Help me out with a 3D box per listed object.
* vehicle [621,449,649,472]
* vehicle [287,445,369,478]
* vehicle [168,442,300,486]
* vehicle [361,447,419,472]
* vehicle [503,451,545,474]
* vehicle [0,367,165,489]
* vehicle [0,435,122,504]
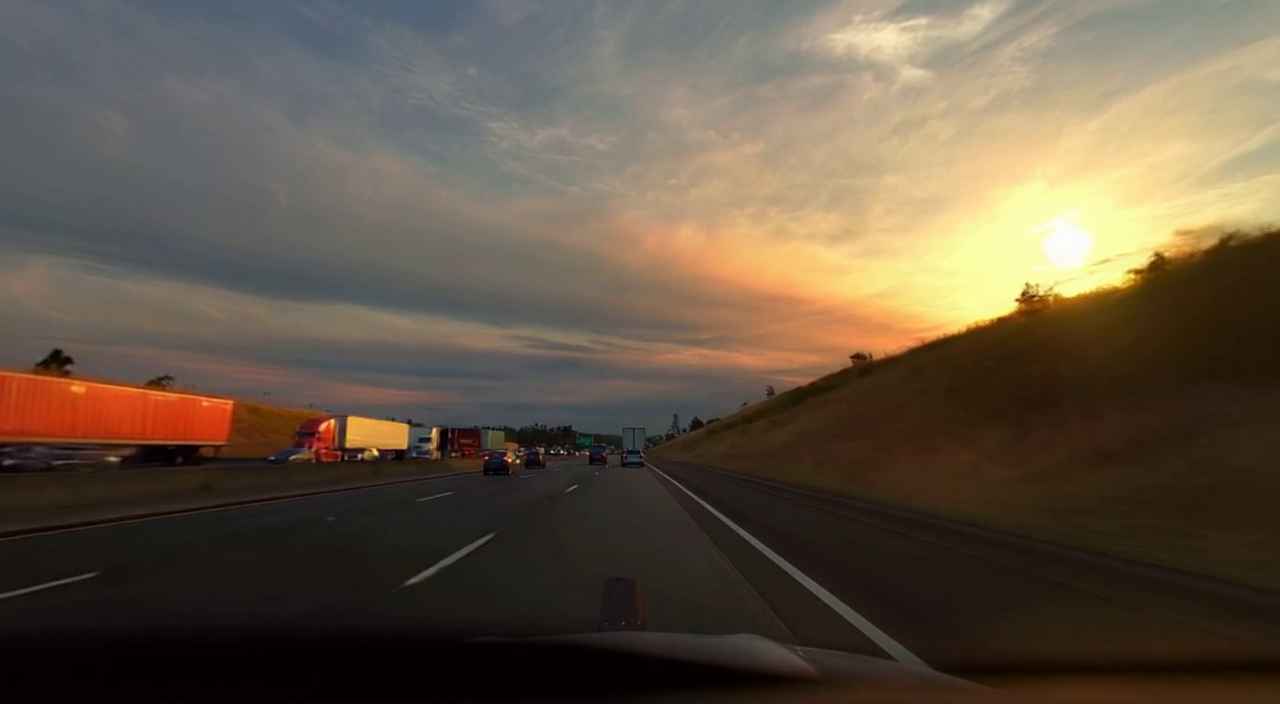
[{"bbox_3d":[-0.400,8.222,48.072,2.009,1.657,3.962,0,-9,-1],"label":"vehicle"},{"bbox_3d":[-14.856,5.230,30.264,1.851,1.438,4.071,0,-9,-1],"label":"vehicle"},{"bbox_3d":[-15.012,4.160,23.673,1.918,1.466,4.632,0,-9,-1],"label":"vehicle"},{"bbox_3d":[-15.027,6.473,38.053,1.837,1.427,4.020,0,-9,0],"label":"vehicle"},{"bbox_3d":[-7.594,7.257,41.606,1.895,1.446,4.456,0,-9,0],"label":"vehicle"},{"bbox_3d":[-19.480,2.447,19.708,2.935,3.383,7.992,0,-9,0],"label":"vehicle"},{"bbox_3d":[-14.760,2.660,14.411,2.121,1.452,4.356,0,-9,0],"label":"vehicle"}]
